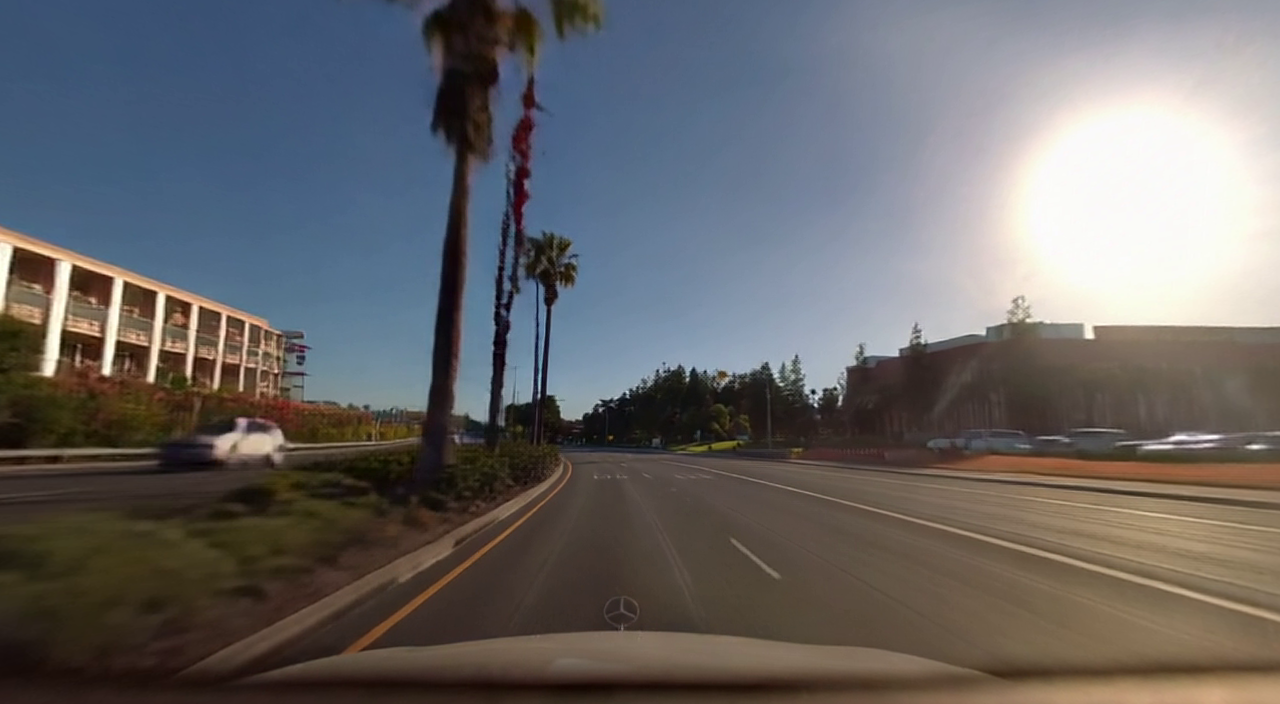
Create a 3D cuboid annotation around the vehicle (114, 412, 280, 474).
[{"bbox_3d":[-13.264,2.790,19.355,1.961,1.664,4.422,0,-8,-2],"label":"vehicle"}]
